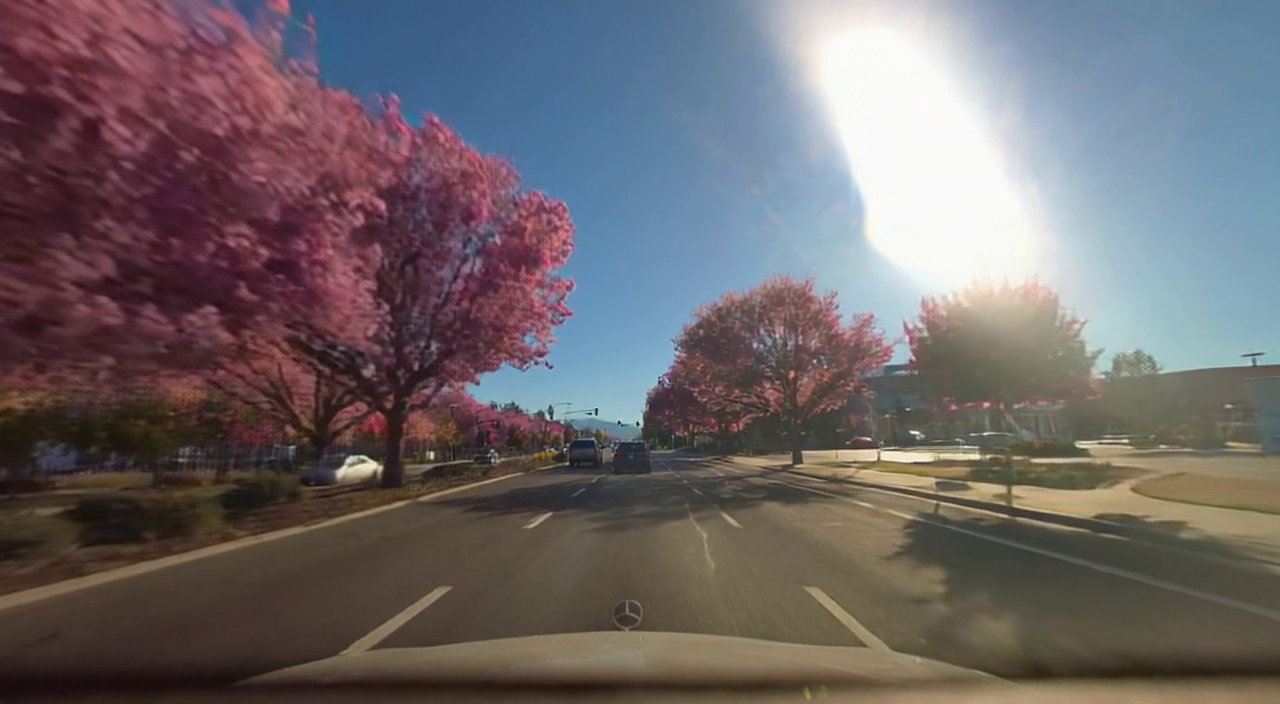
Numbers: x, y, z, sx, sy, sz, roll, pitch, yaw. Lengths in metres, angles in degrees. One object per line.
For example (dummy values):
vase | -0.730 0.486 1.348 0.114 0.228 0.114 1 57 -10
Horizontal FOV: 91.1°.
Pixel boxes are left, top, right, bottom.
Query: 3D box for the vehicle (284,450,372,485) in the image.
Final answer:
vehicle | -14.666 5.426 29.804 1.838 1.458 4.336 0 -8 1

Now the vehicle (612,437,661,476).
vehicle | -0.080 4.934 29.999 2.149 1.701 4.379 0 -8 2

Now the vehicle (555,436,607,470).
vehicle | -3.371 5.874 36.908 2.453 1.844 4.751 0 -8 1
